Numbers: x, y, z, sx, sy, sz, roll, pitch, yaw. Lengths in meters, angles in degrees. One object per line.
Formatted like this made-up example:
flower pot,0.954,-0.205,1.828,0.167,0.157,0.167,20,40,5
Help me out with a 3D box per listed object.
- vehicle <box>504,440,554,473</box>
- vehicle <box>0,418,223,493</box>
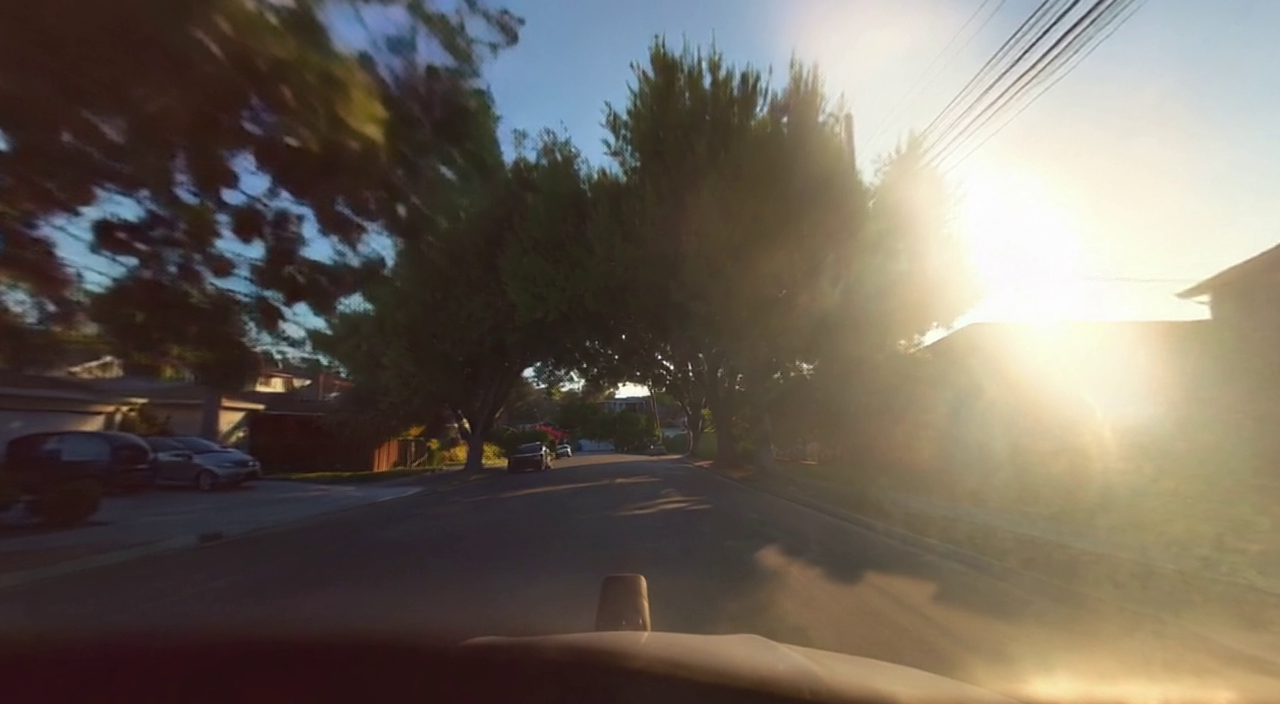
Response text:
vehicle,-6.147,5.812,35.186,1.998,1.742,4.210,0,-9,1
vehicle,-14.490,2.754,16.844,4.928,1.844,2.163,1,-9,-4
